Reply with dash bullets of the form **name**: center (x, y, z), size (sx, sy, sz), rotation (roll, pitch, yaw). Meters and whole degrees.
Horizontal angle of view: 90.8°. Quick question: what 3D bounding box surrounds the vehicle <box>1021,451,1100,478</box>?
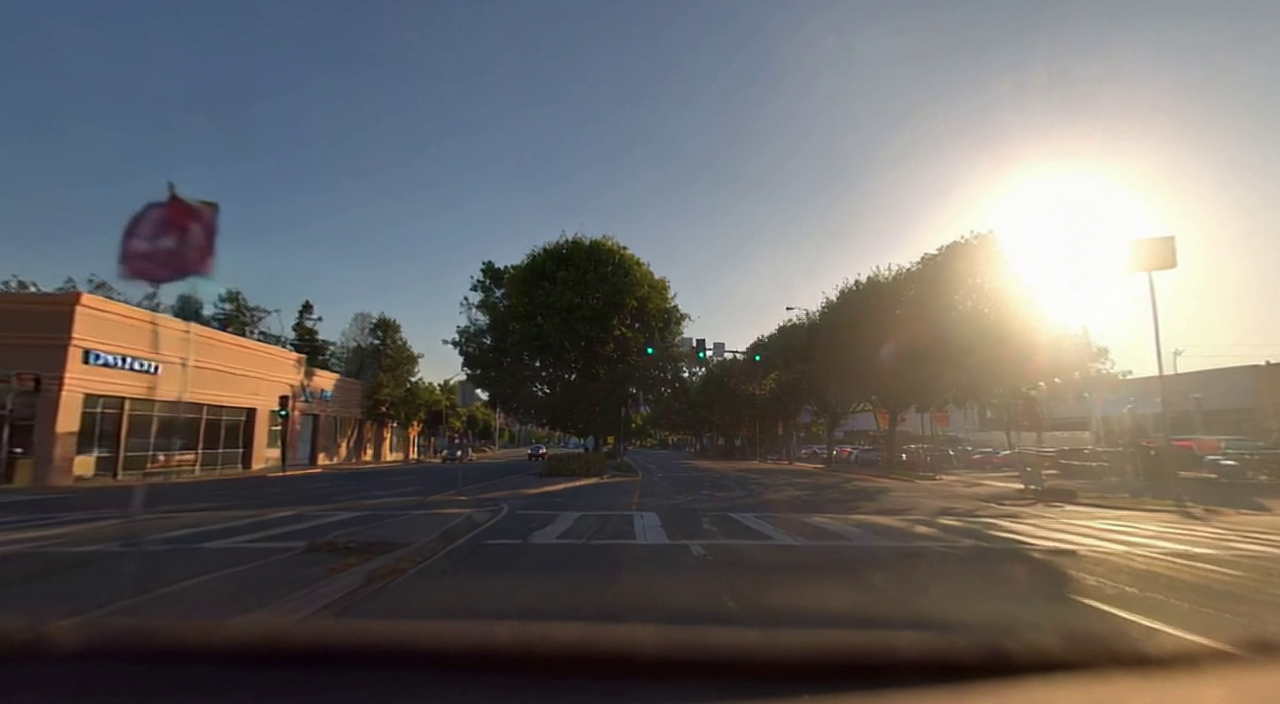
- **vehicle**: center (26.764, 7.145, 40.417), size (1.929, 1.613, 4.530), rotation (0, -8, 0)

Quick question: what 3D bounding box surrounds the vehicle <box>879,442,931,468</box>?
- **vehicle**: center (20.491, 7.988, 49.059), size (2.087, 1.868, 4.004), rotation (1, -8, -3)

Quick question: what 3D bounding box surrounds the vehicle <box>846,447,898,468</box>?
- **vehicle**: center (18.023, 8.201, 49.286), size (2.073, 1.519, 4.429), rotation (1, -8, -5)
